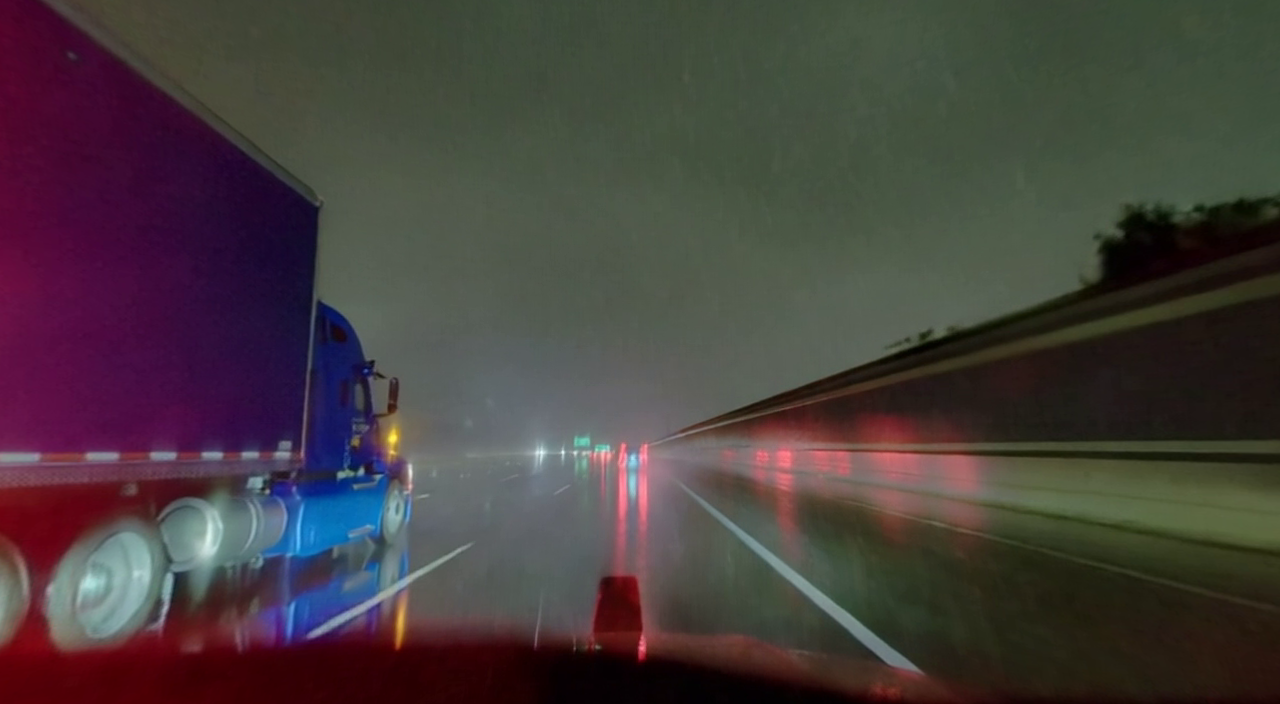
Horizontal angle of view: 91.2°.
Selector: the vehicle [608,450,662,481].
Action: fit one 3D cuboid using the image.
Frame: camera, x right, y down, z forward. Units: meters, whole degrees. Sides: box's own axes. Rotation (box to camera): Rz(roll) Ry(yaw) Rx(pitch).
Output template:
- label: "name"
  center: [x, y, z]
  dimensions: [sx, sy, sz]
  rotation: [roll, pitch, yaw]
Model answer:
- label: "vehicle"
  center: [-0.293, 5.494, 30.746]
  dimensions: [2.398, 1.336, 5.698]
  rotation: [0, -9, -1]
